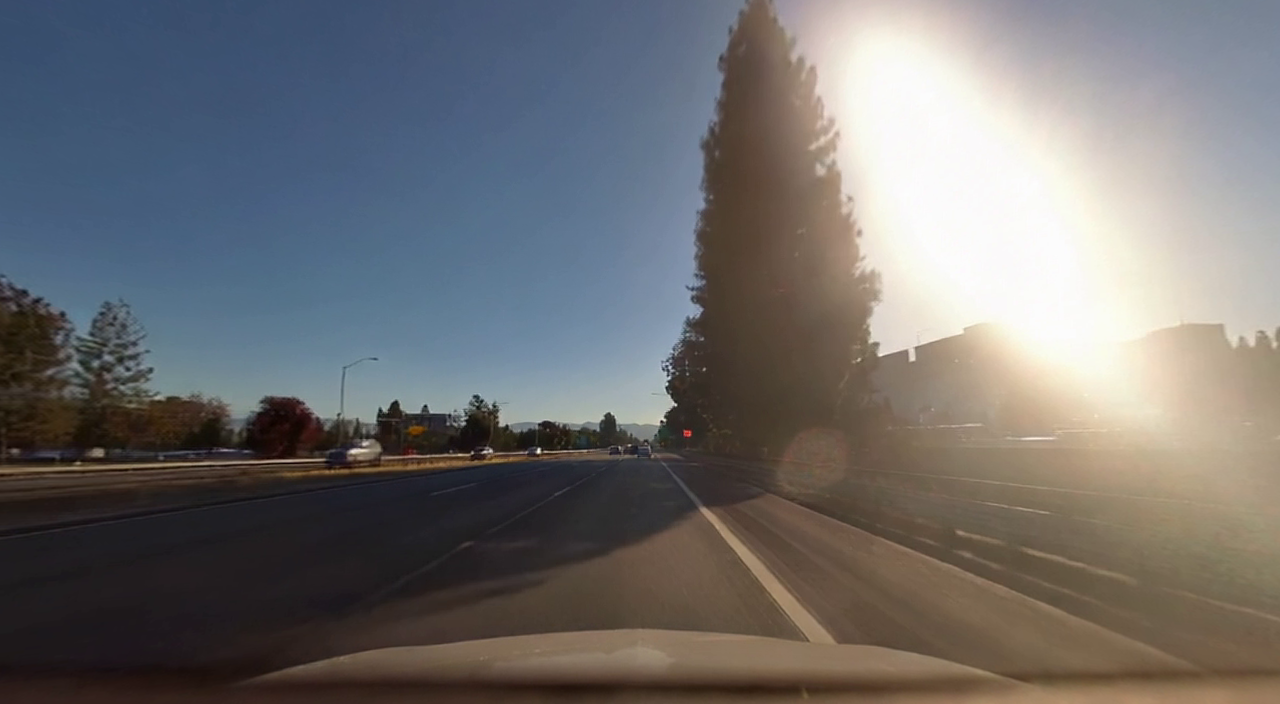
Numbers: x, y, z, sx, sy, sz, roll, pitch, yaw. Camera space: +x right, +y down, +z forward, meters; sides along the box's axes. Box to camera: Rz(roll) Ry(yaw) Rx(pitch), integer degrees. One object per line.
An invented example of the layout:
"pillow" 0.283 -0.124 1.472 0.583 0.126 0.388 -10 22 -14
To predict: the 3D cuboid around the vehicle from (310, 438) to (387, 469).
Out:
"vehicle" -19.518 6.826 42.588 2.296 1.933 5.761 0 -9 2
